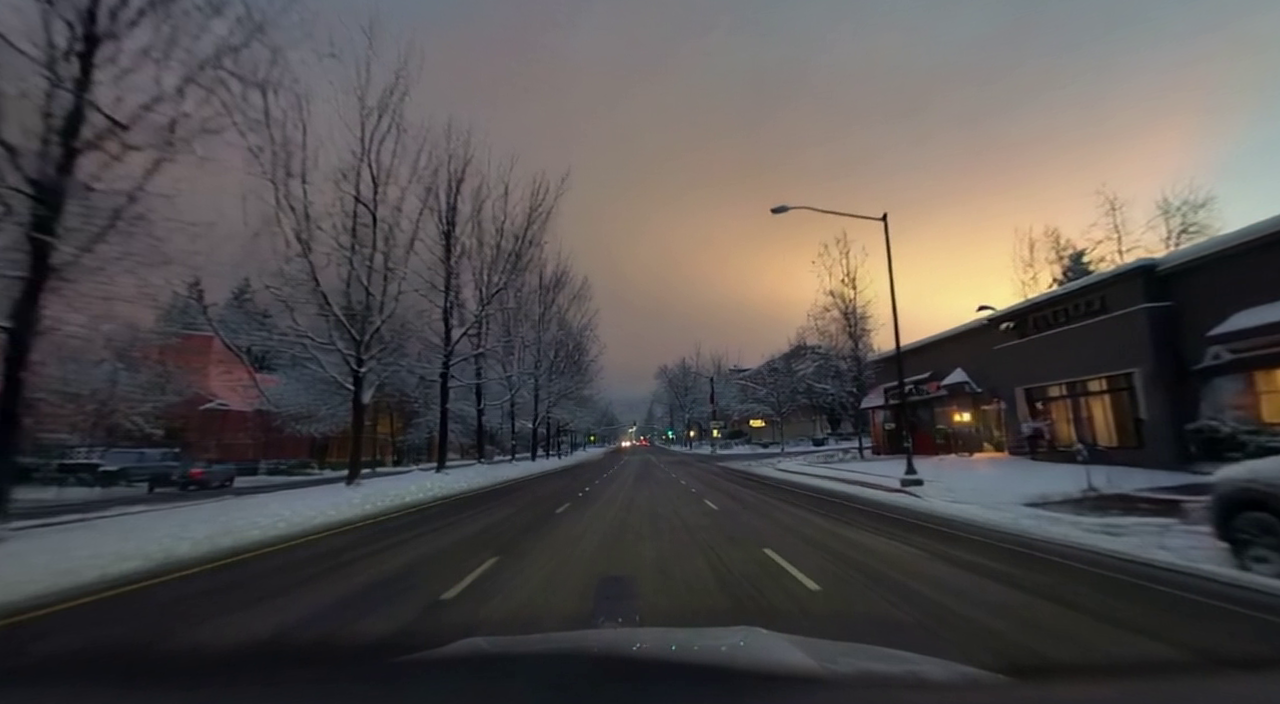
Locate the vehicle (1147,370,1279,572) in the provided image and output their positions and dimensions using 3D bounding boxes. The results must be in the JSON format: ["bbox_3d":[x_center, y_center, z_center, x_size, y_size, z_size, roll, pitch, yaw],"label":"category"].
[{"bbox_3d":[7.111,1.000,5.127,1.954,1.907,4.736,0,-9,-1],"label":"vehicle"}]

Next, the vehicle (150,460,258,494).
[{"bbox_3d":[-22.185,6.360,32.535,1.164,1.469,6.173,0,-9,0],"label":"vehicle"}]
